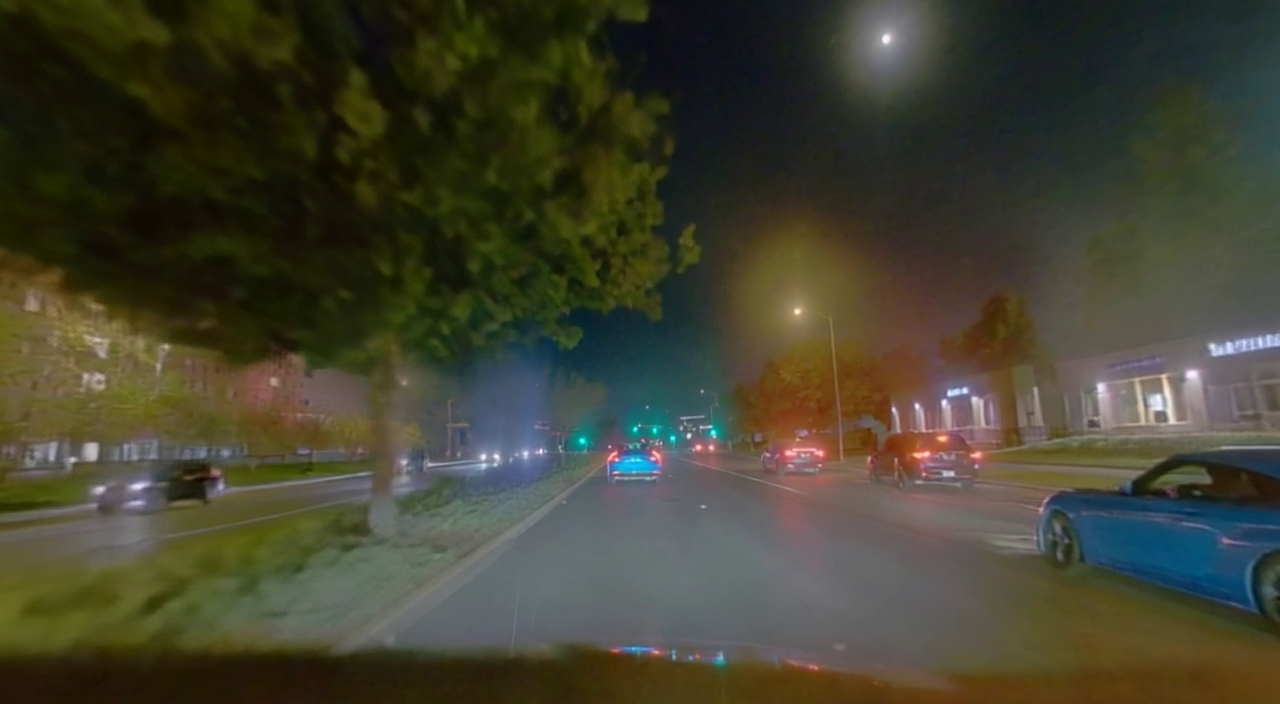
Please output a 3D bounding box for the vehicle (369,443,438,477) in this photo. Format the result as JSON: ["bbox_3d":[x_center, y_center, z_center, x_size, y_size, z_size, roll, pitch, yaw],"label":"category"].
[{"bbox_3d":[-13.805,6.316,37.186,2.080,1.821,4.833,-1,-9,1],"label":"vehicle"}]

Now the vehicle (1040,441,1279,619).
[{"bbox_3d":[5.815,1.370,5.105,2.258,1.294,4.312,0,-9,-1],"label":"vehicle"}]

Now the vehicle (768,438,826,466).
[{"bbox_3d":[8.937,5.732,36.290,2.045,1.484,4.342,0,-9,-2],"label":"vehicle"}]

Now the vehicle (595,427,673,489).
[{"bbox_3d":[-0.206,3.368,20.326,2.266,1.762,4.131,0,-9,-1],"label":"vehicle"}]

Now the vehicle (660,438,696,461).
[{"bbox_3d":[2.607,6.823,44.190,2.078,1.471,4.142,0,-9,-2],"label":"vehicle"}]

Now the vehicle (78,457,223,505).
[{"bbox_3d":[-19.474,5.115,25.480,1.982,1.633,4.620,-1,-9,2],"label":"vehicle"}]
